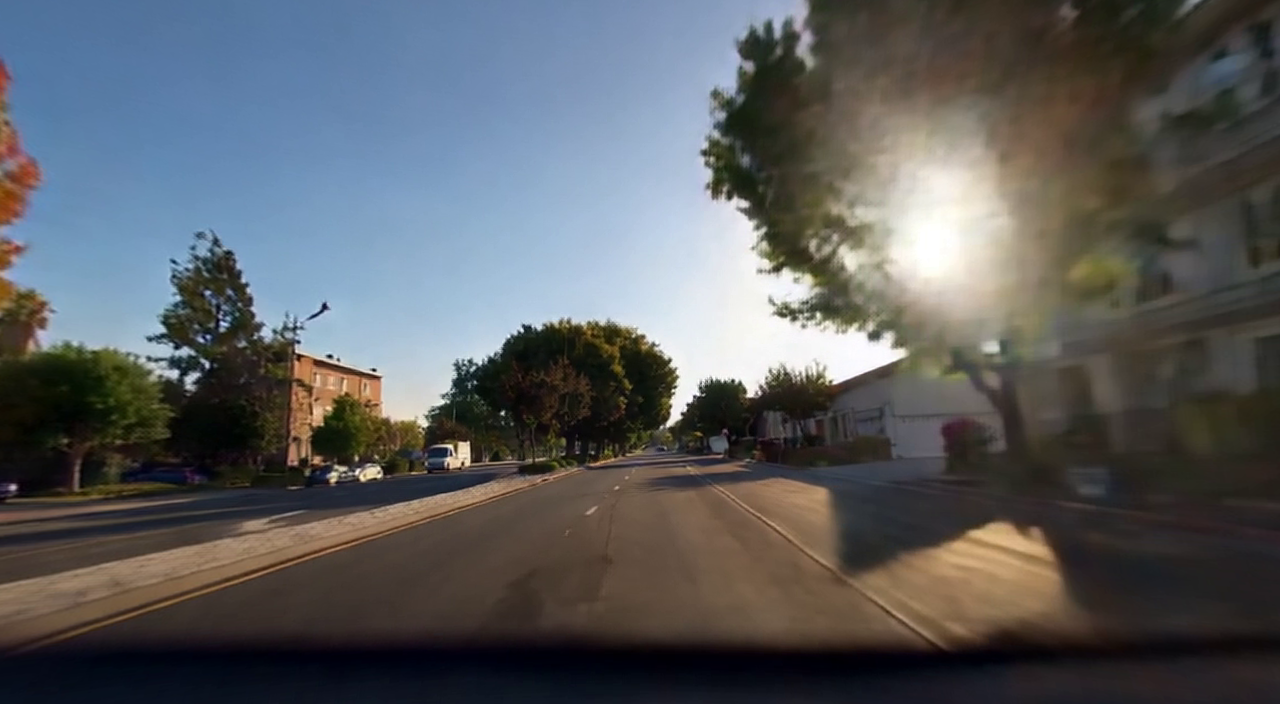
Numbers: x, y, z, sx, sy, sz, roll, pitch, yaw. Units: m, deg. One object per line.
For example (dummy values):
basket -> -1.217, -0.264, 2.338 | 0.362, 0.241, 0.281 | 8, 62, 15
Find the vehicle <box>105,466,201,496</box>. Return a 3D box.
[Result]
vehicle -> -29.987, 7.927, 39.001 | 1.870, 1.601, 5.128 | 0, -9, -1

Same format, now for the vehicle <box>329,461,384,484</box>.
vehicle -> -20.691, 8.792, 46.174 | 1.820, 1.459, 4.559 | 0, -9, 2

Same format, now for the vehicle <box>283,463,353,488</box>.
vehicle -> -20.788, 7.992, 40.844 | 1.929, 1.393, 4.611 | 0, -9, 3

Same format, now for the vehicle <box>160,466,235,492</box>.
vehicle -> -27.482, 7.880, 39.243 | 1.872, 1.413, 3.806 | 0, -9, 1
